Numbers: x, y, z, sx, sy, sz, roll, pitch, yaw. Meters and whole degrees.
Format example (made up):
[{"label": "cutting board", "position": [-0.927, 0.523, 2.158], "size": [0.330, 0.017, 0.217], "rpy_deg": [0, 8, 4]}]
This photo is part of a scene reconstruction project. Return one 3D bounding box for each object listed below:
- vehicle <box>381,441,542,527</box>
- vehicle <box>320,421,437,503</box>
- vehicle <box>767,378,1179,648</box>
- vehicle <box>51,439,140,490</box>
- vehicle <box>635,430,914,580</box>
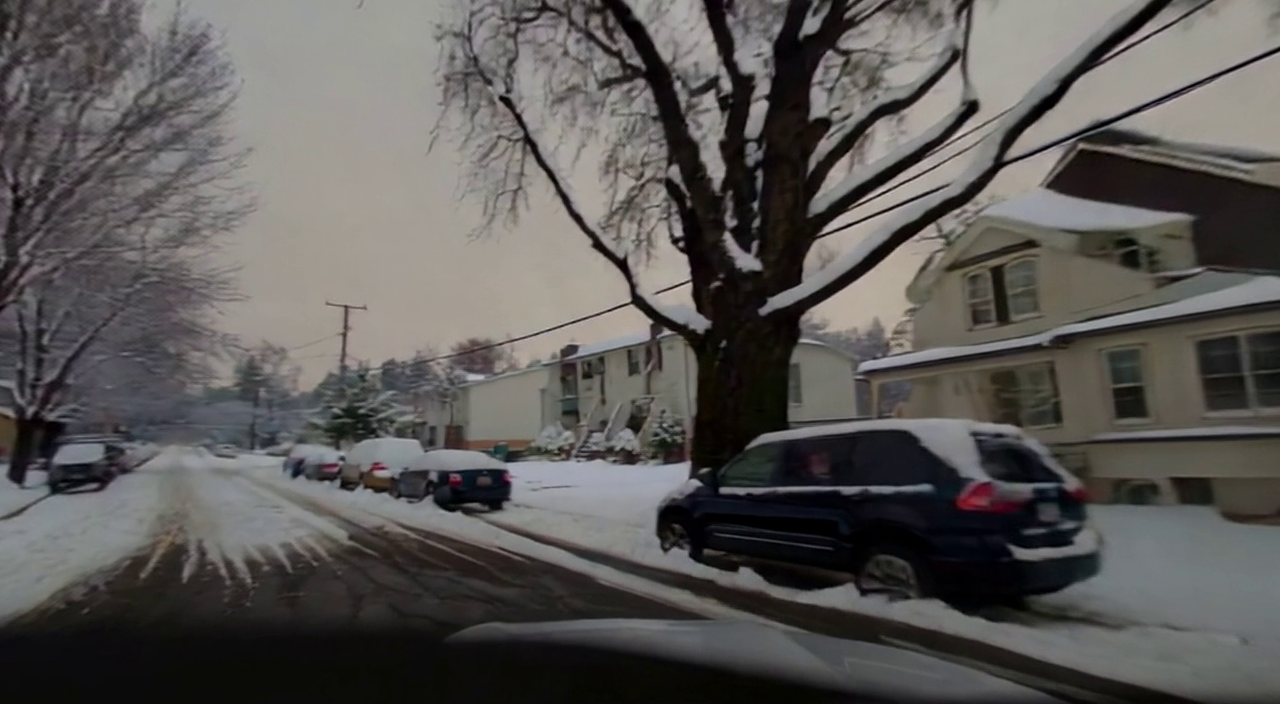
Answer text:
[{"label": "vehicle", "position": [-4.159, 2.805, 14.145], "size": [1.828, 1.442, 4.476], "rpy_deg": [6, -8, -38]}, {"label": "vehicle", "position": [-8.168, 3.237, 19.394], "size": [1.993, 2.129, 4.893], "rpy_deg": [6, -8, -37]}, {"label": "vehicle", "position": [3.764, 1.491, 6.869], "size": [4.585, 1.969, 2.046], "rpy_deg": [6, -11, -36]}, {"label": "vehicle", "position": [-18.338, 3.804, 21.388], "size": [1.908, 1.493, 4.806], "rpy_deg": [9, -13, -37]}, {"label": "vehicle", "position": [2.050, 1.992, 9.049], "size": [4.030, 1.648, 1.827], "rpy_deg": [7, -11, -41]}]
